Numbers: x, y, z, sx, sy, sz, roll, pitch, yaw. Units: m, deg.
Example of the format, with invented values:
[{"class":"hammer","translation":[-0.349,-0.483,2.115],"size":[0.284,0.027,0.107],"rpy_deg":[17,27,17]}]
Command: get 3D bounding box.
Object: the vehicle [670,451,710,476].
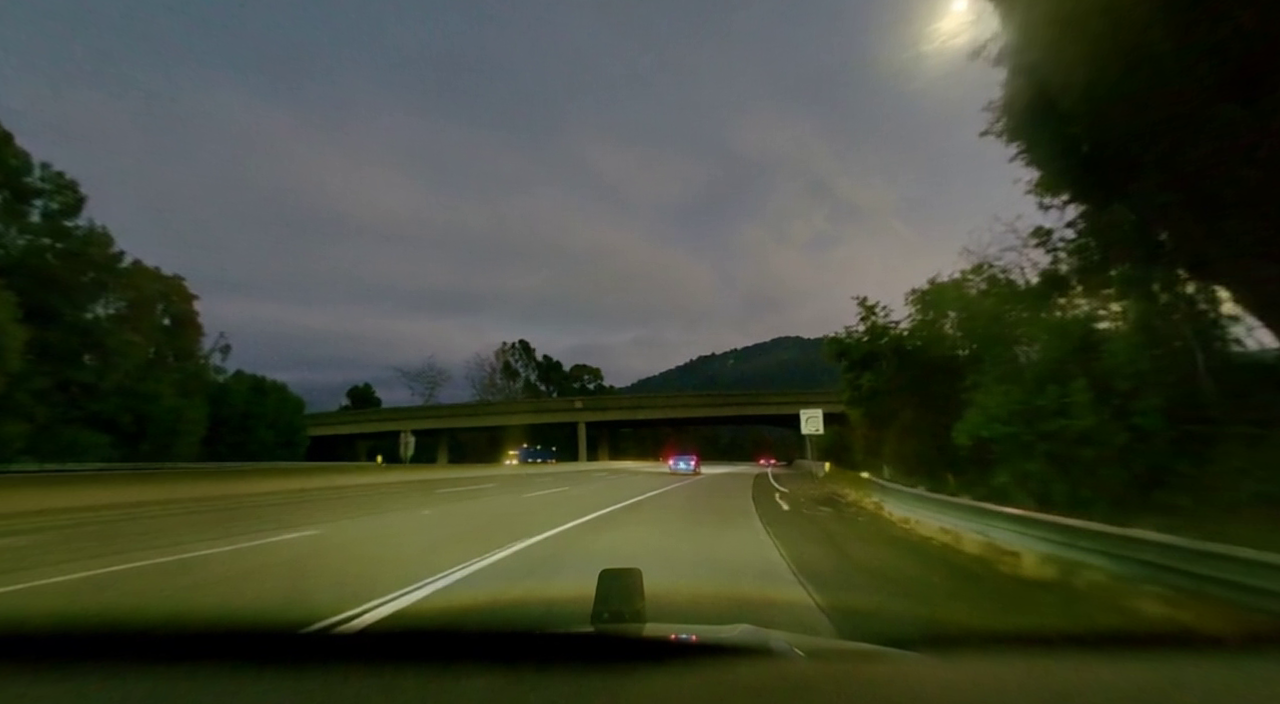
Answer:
[{"class":"vehicle","translation":[3.202,6.994,39.732],"size":[1.940,1.444,4.024],"rpy_deg":[-2,-9,12]}]
